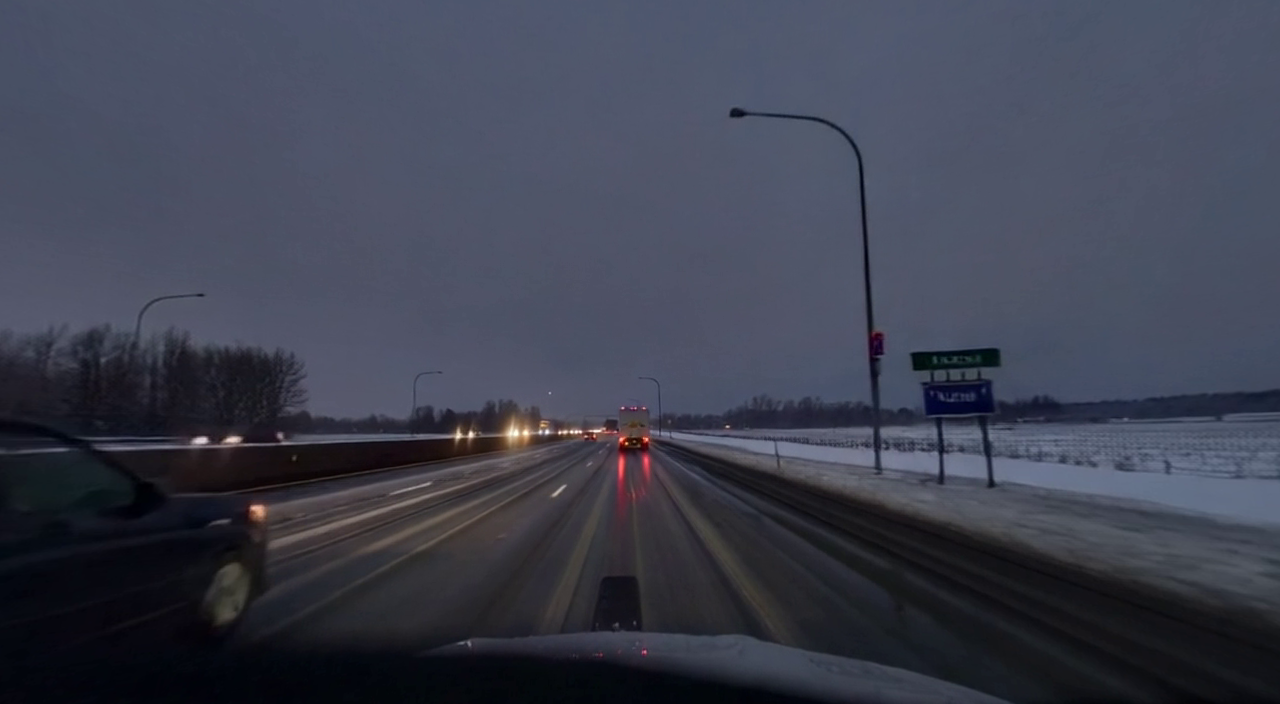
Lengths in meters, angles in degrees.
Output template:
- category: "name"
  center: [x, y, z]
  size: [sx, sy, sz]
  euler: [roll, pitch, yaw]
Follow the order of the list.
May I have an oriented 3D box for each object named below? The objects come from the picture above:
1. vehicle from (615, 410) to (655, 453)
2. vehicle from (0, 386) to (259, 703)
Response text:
- category: "vehicle"
  center: [-0.445, 5.537, 43.690]
  size: [2.418, 2.704, 6.445]
  euler: [0, -8, -3]
- category: "vehicle"
  center: [-3.591, 0.858, 2.256]
  size: [1.955, 1.508, 3.996]
  euler: [0, -8, -1]
